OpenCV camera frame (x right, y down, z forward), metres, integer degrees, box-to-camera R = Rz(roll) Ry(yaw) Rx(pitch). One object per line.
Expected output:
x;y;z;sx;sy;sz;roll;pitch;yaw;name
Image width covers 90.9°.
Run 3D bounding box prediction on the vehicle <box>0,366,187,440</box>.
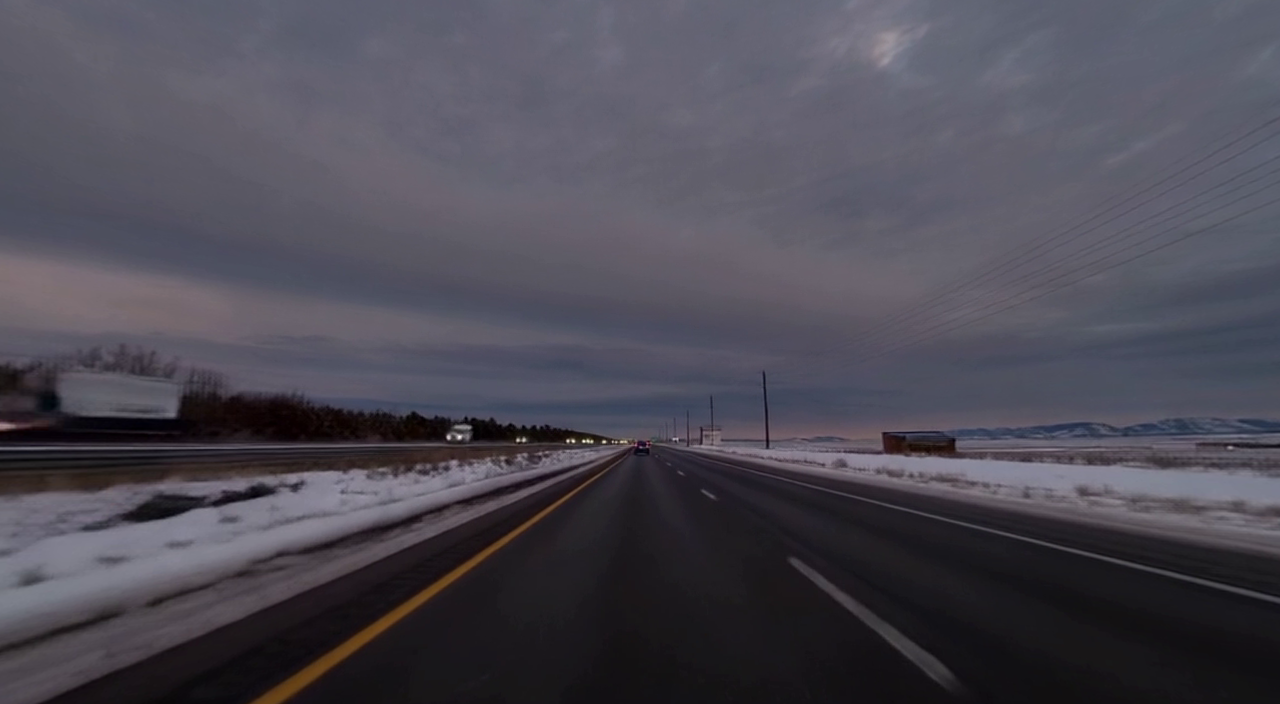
-26.876;2.758;31.554;2.880;3.220;7.135;0;-8;1;vehicle
